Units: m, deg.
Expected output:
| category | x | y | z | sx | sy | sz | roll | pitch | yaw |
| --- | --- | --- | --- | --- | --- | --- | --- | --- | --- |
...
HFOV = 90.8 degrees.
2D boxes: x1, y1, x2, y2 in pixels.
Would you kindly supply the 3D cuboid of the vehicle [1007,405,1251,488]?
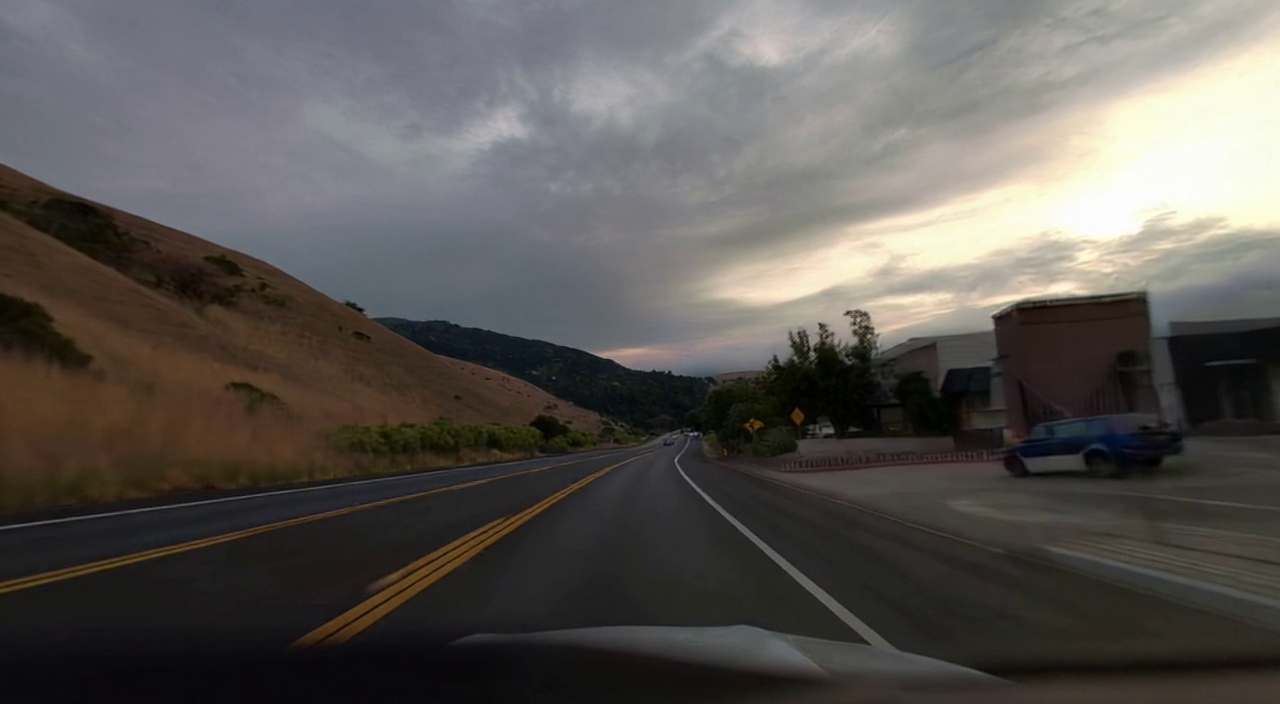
| category | x | y | z | sx | sy | sz | roll | pitch | yaw |
| --- | --- | --- | --- | --- | --- | --- | --- | --- | --- |
| vehicle | 13.151 | 2.707 | 17.613 | 2.352 | 1.872 | 5.103 | -2 | -10 | -5 |
